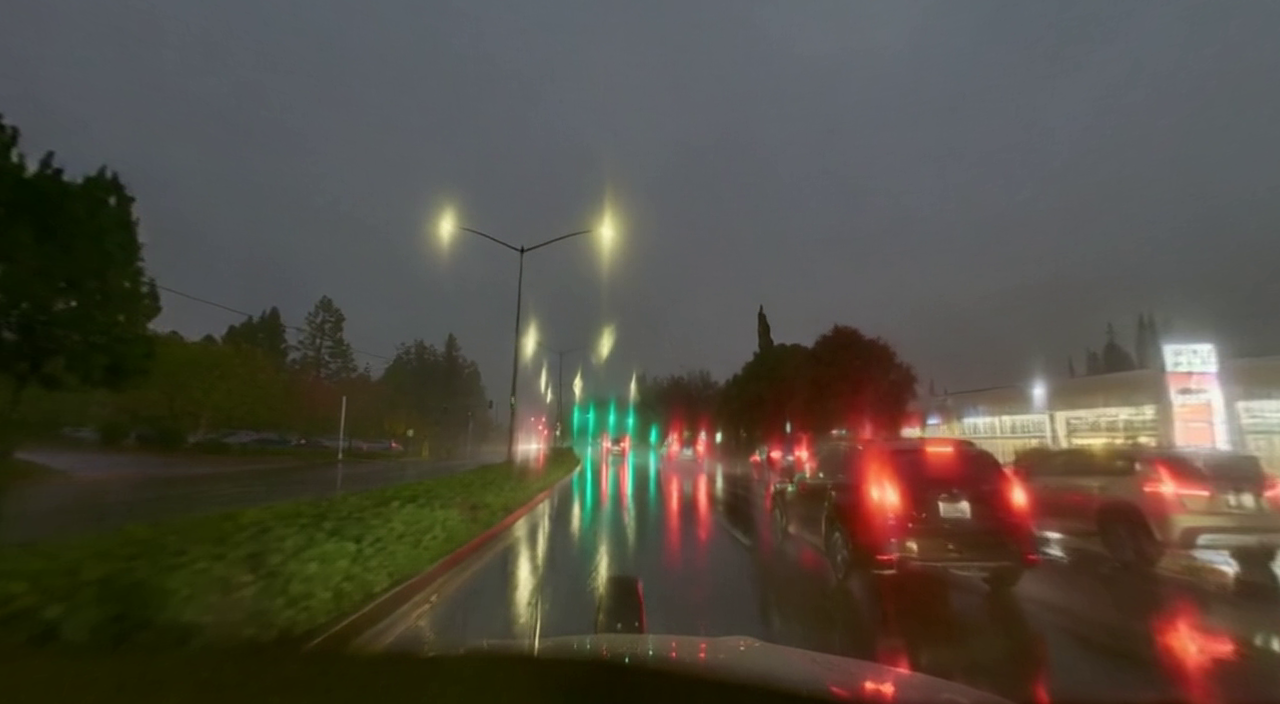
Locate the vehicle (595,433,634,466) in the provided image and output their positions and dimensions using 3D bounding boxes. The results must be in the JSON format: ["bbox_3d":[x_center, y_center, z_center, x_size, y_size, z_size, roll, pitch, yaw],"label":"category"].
[{"bbox_3d":[-1.564,5.754,37.245,2.051,1.798,4.168,1,-8,-5],"label":"vehicle"}]

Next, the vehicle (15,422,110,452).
[{"bbox_3d":[-35.605,5.292,38.967,1.914,1.698,4.686,1,-8,-9],"label":"vehicle"}]

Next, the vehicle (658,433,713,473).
[{"bbox_3d":[2.104,4.794,30.063,2.000,1.745,4.206,1,-8,-4],"label":"vehicle"}]

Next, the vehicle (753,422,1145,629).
[{"bbox_3d":[2.597,1.556,6.673,1.883,1.452,4.258,1,-8,-2],"label":"vehicle"}]

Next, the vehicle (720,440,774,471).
[{"bbox_3d":[5.882,5.736,35.195,1.954,1.606,4.423,1,-8,-4],"label":"vehicle"}]

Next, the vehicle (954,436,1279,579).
[{"bbox_3d":[6.466,1.929,8.701,1.917,1.457,4.274,1,-8,-2],"label":"vehicle"}]
